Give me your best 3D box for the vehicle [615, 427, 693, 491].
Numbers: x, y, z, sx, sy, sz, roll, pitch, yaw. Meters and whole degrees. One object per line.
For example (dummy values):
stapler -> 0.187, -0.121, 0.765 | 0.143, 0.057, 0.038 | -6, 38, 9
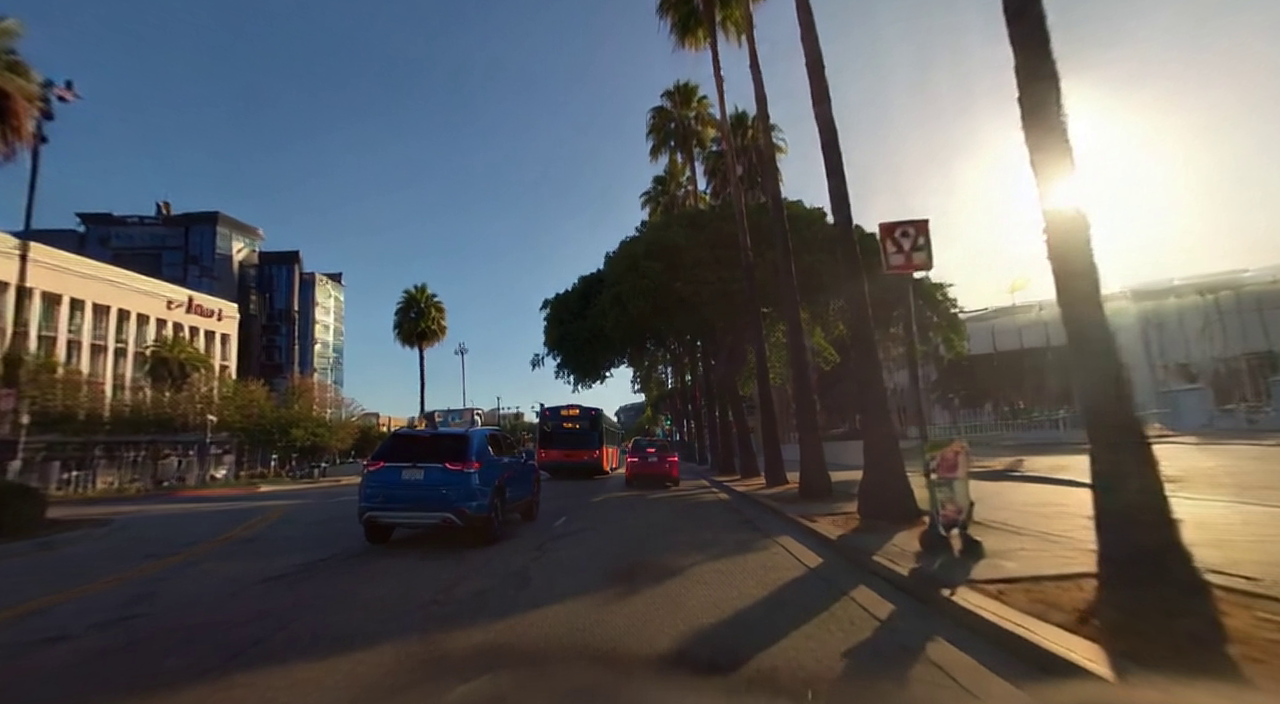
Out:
vehicle -> 0.385, 3.229, 19.271 | 2.120, 1.727, 3.917 | 0, -8, 0

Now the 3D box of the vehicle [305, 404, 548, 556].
vehicle -> -2.894, 1.868, 9.906 | 2.124, 1.799, 4.587 | 0, -8, 1

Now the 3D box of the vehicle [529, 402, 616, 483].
vehicle -> -2.714, 4.049, 28.200 | 2.775, 3.064, 8.297 | -1, -8, 2
